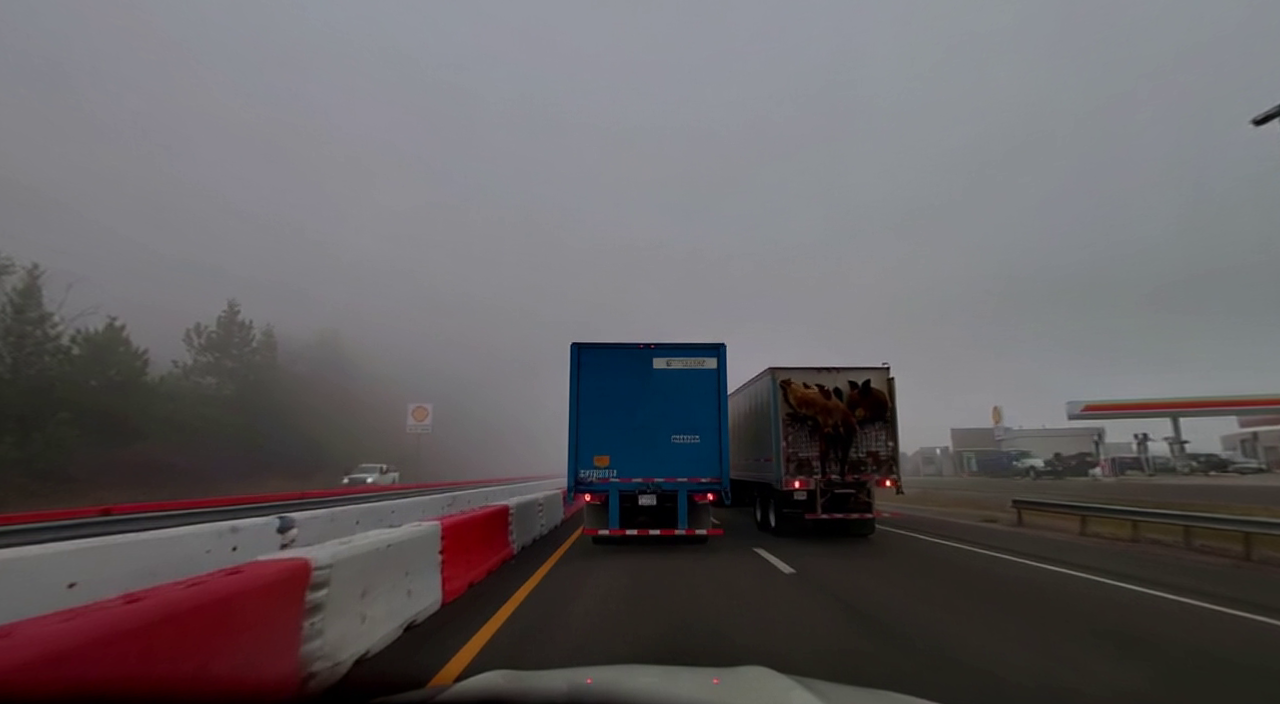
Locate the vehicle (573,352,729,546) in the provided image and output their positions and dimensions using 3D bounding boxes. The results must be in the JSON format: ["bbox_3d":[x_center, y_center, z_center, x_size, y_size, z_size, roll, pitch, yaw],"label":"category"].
[{"bbox_3d":[0.103,2.429,15.190,2.618,3.306,8.676,1,-10,-1],"label":"vehicle"}]

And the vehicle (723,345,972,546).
[{"bbox_3d":[4.384,2.545,16.284,2.936,3.640,9.443,1,-10,-2],"label":"vehicle"}]

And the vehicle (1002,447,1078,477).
[{"bbox_3d":[24.718,6.848,39.102,1.919,1.722,4.024,1,-10,-2],"label":"vehicle"}]

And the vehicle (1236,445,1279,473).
[{"bbox_3d":[36.344,6.206,36.257,4.315,1.469,1.823,8,-12,-33],"label":"vehicle"}]

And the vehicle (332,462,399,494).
[{"bbox_3d":[-16.872,7.765,39.017,1.981,1.824,4.637,1,-10,0],"label":"vehicle"}]

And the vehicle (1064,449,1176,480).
[{"bbox_3d":[24.582,5.820,32.526,1.762,1.470,4.485,3,-11,-10],"label":"vehicle"}]

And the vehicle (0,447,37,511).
[{"bbox_3d":[-50.252,9.777,49.505,17.220,4.382,2.913,-9,-14,44],"label":"vehicle"}]

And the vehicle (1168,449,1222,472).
[{"bbox_3d":[38.405,7.515,43.563,3.565,1.448,1.866,8,-13,-35],"label":"vehicle"}]

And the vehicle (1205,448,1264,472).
[{"bbox_3d":[37.830,6.905,40.033,4.208,1.429,1.820,8,-13,-35],"label":"vehicle"}]
